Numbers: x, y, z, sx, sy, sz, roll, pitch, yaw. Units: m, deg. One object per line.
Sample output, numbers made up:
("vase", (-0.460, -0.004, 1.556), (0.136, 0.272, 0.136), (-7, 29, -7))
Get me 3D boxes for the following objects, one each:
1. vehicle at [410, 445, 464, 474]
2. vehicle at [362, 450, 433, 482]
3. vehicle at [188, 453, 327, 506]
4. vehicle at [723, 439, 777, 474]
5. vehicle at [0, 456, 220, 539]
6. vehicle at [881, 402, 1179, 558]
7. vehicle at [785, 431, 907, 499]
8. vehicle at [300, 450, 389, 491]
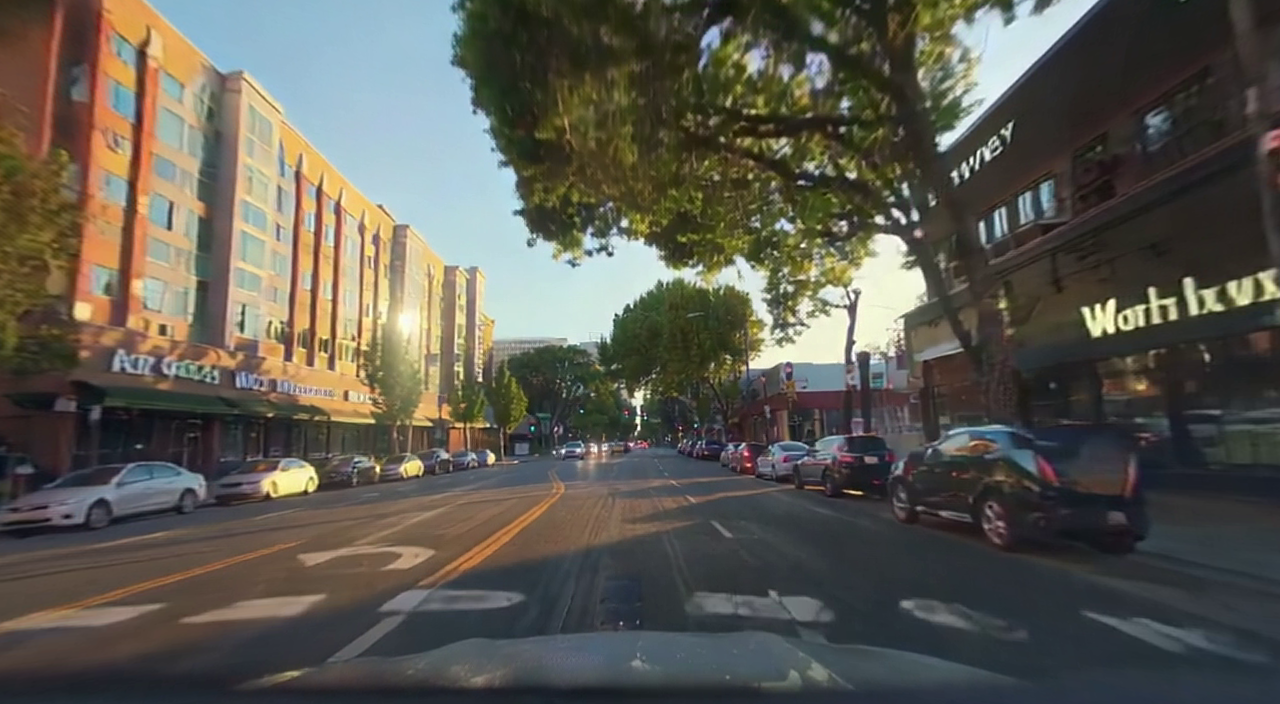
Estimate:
("vehicle", (-12.034, 6.363, 37.713), (1.834, 1.643, 4.110), (0, -8, 1))
("vehicle", (-12.534, 5.889, 32.947), (1.868, 1.418, 4.415), (-2, -8, 1))
("vehicle", (-12.631, 4.203, 21.263), (1.927, 1.489, 4.572), (0, -8, -2))
("vehicle", (5.499, 5.268, 32.098), (1.899, 1.642, 4.463), (0, -8, 0))
("vehicle", (-12.031, 3.207, 14.534), (1.804, 1.533, 4.121), (0, -8, 1))
("vehicle", (5.885, 1.978, 10.394), (2.010, 1.943, 4.319), (-2, -9, -1))
("vehicle", (5.975, 3.308, 18.996), (1.991, 1.771, 4.604), (0, -8, -1))
("vehicle", (-12.525, 5.013, 27.094), (1.800, 1.532, 4.110), (0, -8, 0))
